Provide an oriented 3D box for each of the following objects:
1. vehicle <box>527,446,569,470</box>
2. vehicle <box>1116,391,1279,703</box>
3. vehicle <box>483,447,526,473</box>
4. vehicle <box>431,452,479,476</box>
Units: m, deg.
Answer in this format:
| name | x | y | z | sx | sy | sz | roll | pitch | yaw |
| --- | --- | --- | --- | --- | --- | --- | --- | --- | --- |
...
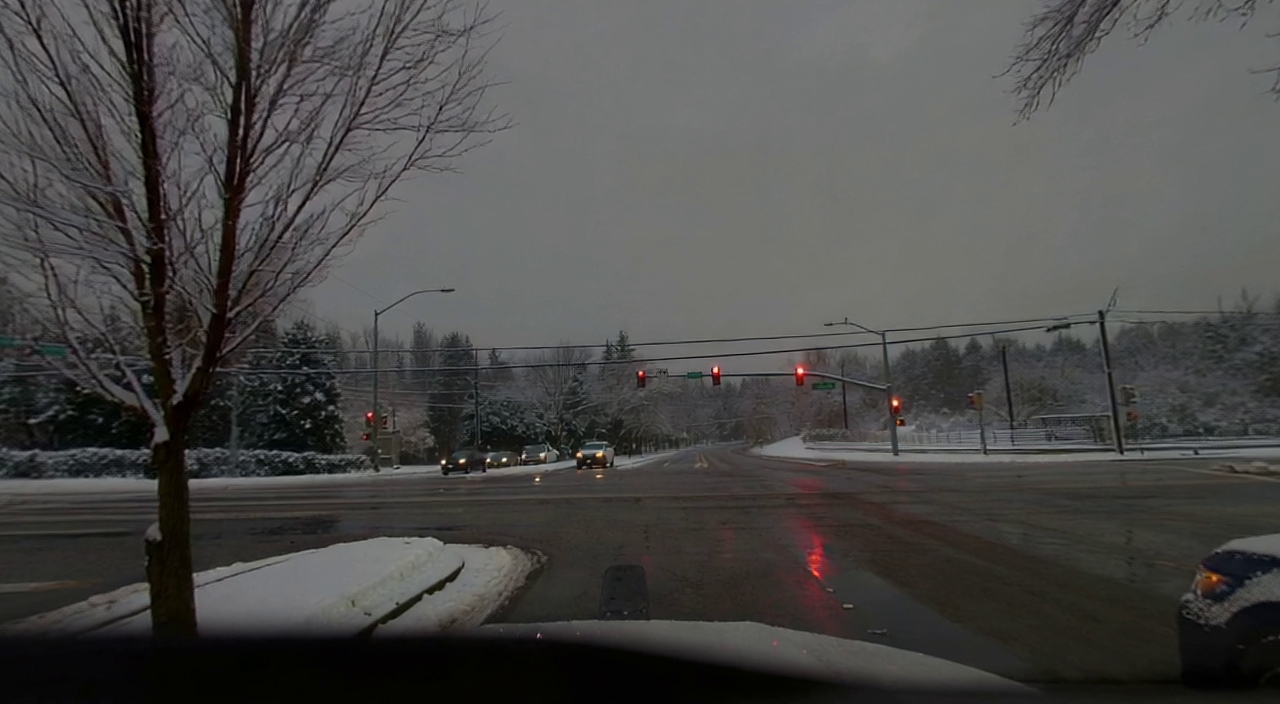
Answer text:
| name | x | y | z | sx | sy | sz | roll | pitch | yaw |
| --- | --- | --- | --- | --- | --- | --- | --- | --- | --- |
| vehicle | -6.572 | 7.607 | 45.497 | 2.126 | 1.657 | 4.307 | -1 | -9 | 3 |
| vehicle | 3.053 | 0.619 | 0.421 | 1.978 | 1.468 | 4.544 | 0 | -9 | 1 |
| vehicle | -9.803 | 7.835 | 45.939 | 2.064 | 1.725 | 4.243 | 0 | -9 | 1 |
| vehicle | -13.434 | 8.118 | 45.983 | 2.101 | 1.637 | 4.304 | 0 | -9 | 1 |
